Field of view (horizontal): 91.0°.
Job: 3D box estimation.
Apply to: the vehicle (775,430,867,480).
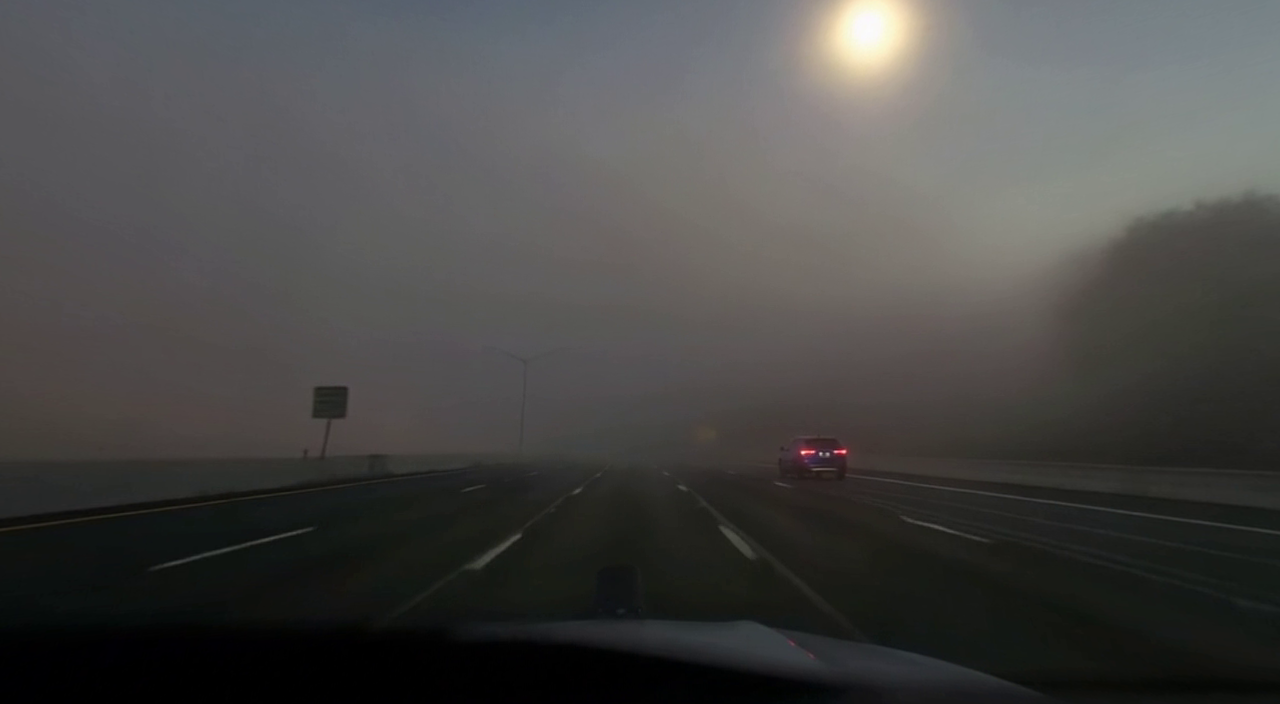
[{"bbox_3d":[6.808,3.940,24.236,2.091,1.711,4.383,0,-9,-2],"label":"vehicle"}]
